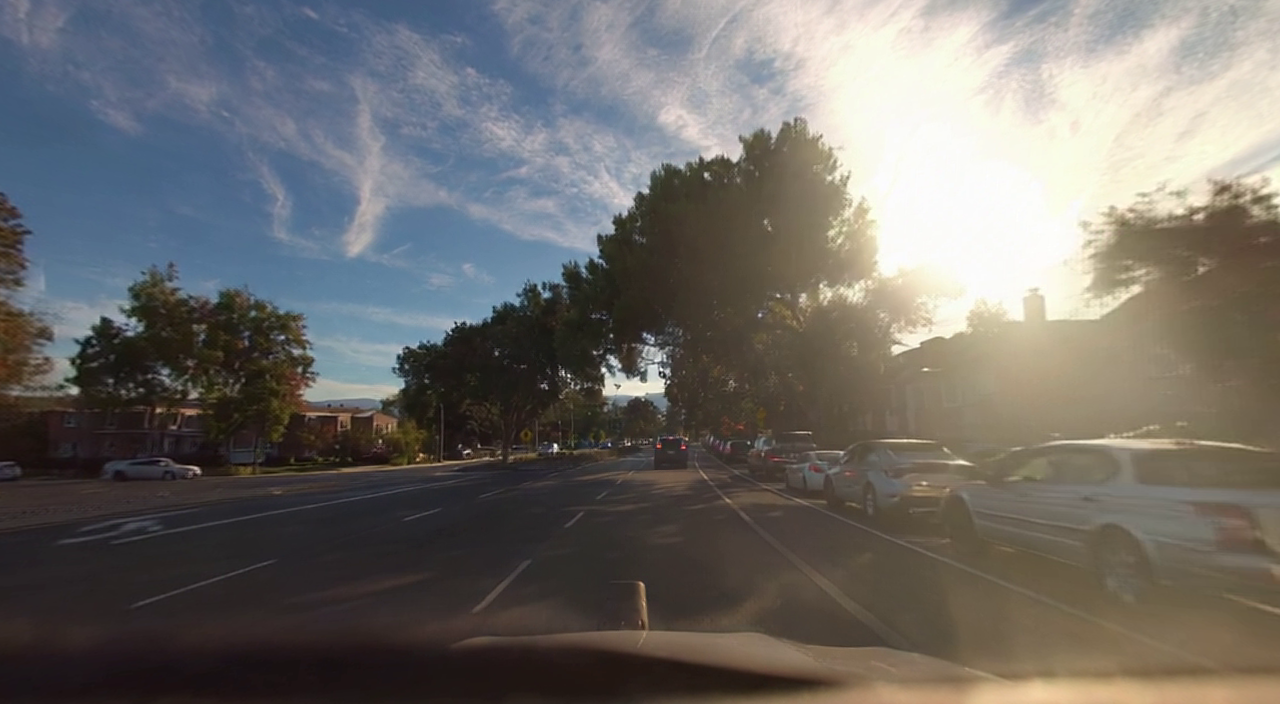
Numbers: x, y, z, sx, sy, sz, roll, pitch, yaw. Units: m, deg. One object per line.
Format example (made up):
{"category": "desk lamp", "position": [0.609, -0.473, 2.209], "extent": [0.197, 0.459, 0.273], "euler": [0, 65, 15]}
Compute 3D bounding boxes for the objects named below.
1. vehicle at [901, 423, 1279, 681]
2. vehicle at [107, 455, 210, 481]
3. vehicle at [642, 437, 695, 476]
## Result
{"category": "vehicle", "position": [4.464, 1.462, 5.816], "extent": [1.855, 1.445, 4.895], "euler": [0, -8, -2]}
{"category": "vehicle", "position": [-29.630, 7.146, 38.904], "extent": [4.591, 1.468, 1.805], "euler": [1, -9, -9]}
{"category": "vehicle", "position": [1.171, 4.313, 26.170], "extent": [2.011, 1.480, 4.170], "euler": [-1, -8, 2]}
